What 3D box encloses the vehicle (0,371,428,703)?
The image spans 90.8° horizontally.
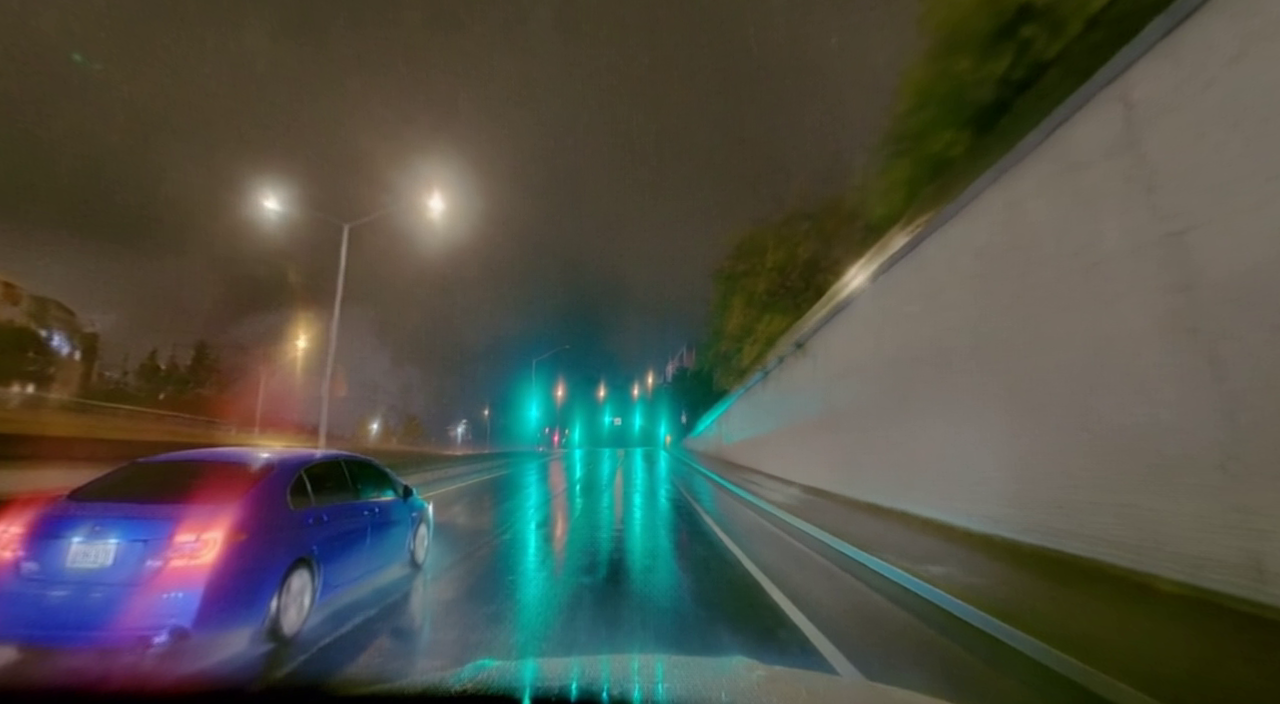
[{"bbox_3d":[-3.081,1.079,3.860,2.041,1.470,4.290,0,-9,0],"label":"vehicle"}]
